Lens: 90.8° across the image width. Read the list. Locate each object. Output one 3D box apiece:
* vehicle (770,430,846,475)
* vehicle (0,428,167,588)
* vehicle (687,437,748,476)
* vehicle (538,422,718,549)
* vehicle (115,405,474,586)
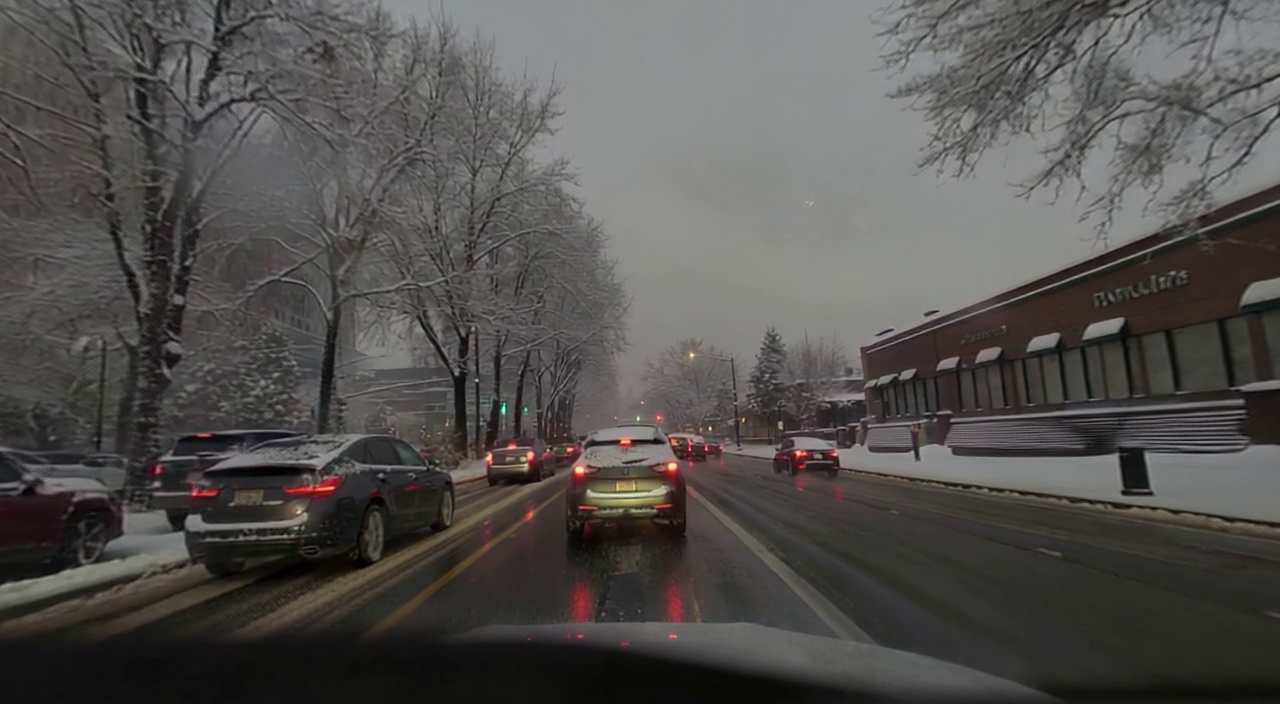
[{"bbox_3d":[6.772,4.101,25.932,1.889,1.681,4.120,0,-9,-1],"label":"vehicle"},{"bbox_3d":[-6.913,1.475,5.939,1.748,1.485,4.090,0,-9,0],"label":"vehicle"},{"bbox_3d":[3.144,4.338,26.498,1.905,1.473,4.183,0,-9,-2],"label":"vehicle"},{"bbox_3d":[-0.177,1.916,9.741,2.161,1.501,4.184,0,-9,-1],"label":"vehicle"},{"bbox_3d":[-3.720,1.627,7.980,2.009,1.619,4.376,0,-9,1],"label":"vehicle"}]
